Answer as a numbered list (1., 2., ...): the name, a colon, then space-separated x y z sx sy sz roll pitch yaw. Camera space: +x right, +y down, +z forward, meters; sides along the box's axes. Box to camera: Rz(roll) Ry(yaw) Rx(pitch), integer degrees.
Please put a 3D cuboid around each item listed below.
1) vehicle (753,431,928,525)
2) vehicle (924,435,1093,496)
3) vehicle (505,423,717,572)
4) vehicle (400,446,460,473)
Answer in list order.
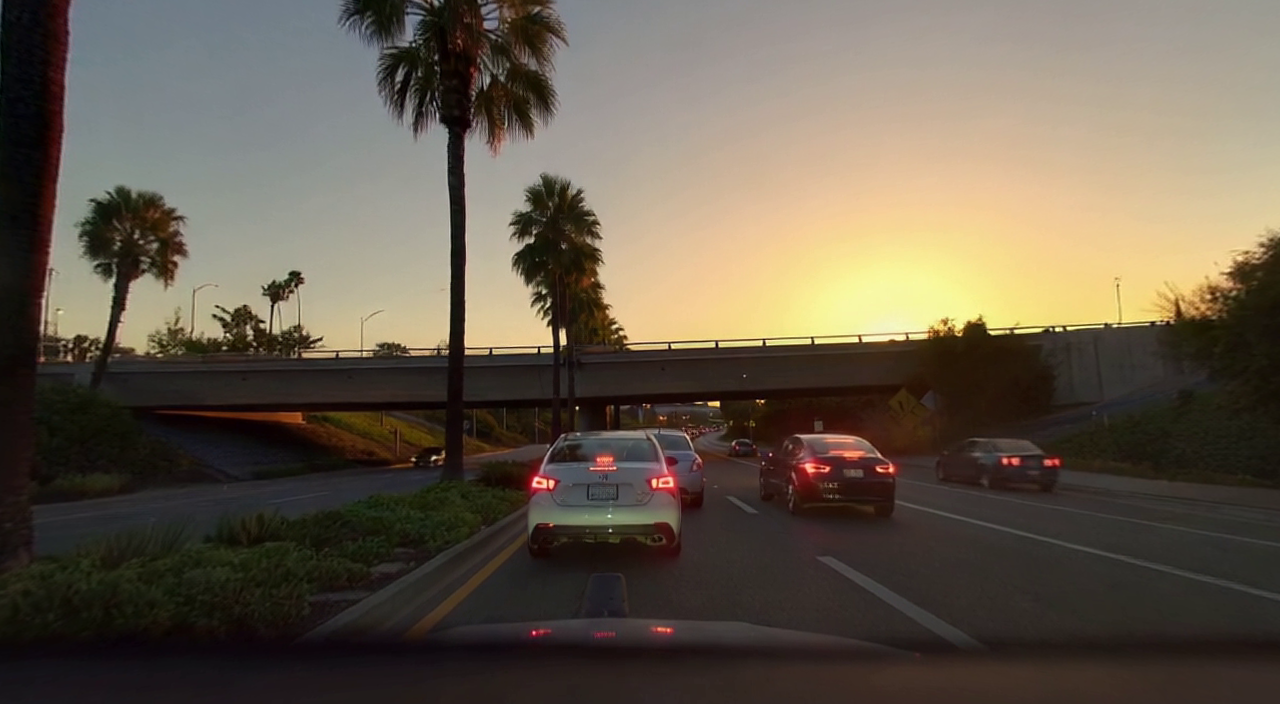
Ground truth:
1. vehicle: 3.708 2.418 12.723 2.034 1.517 4.840 0 -8 1
2. vehicle: 10.019 3.106 17.649 2.100 1.469 4.772 -1 -8 4
3. vehicle: -0.237 1.796 8.520 2.172 1.506 4.018 0 -8 2
4. vehicle: -12.298 6.291 37.110 1.933 1.486 4.449 0 -8 1
